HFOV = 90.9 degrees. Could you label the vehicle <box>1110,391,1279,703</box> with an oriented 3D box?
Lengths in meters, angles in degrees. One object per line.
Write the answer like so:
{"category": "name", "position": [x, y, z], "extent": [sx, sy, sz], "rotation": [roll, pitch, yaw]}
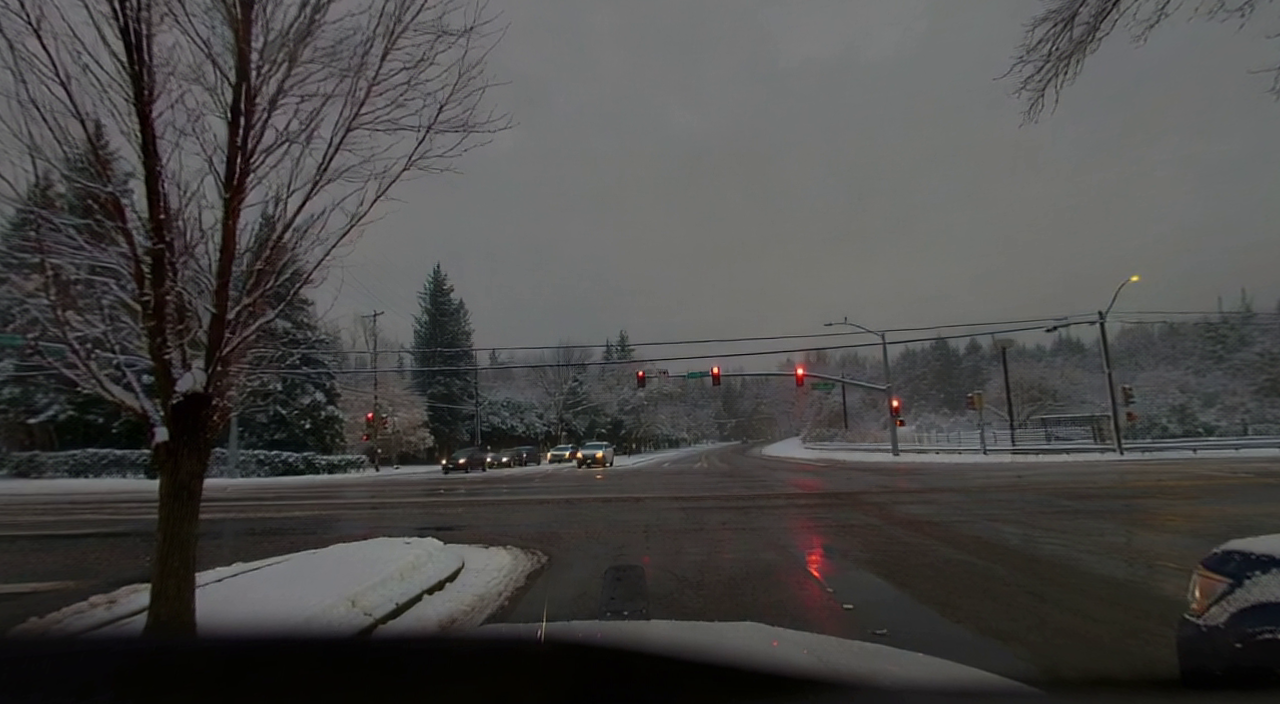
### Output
{"category": "vehicle", "position": [3.024, 0.621, 0.425], "extent": [1.978, 1.468, 4.544], "rotation": [0, -9, 2]}

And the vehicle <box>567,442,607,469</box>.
{"category": "vehicle", "position": [-3.612, 7.176, 43.950], "extent": [2.215, 1.732, 4.684], "rotation": [-1, -9, 2]}

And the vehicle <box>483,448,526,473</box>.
{"category": "vehicle", "position": [-9.811, 7.845, 45.949], "extent": [2.064, 1.725, 4.243], "rotation": [0, -9, 1]}

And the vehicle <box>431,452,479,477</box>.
{"category": "vehicle", "position": [-13.436, 8.163, 45.982], "extent": [2.101, 1.637, 4.304], "rotation": [0, -9, 1]}

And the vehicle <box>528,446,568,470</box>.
{"category": "vehicle", "position": [-6.581, 7.616, 45.498], "extent": [2.126, 1.657, 4.307], "rotation": [-1, -9, 2]}
